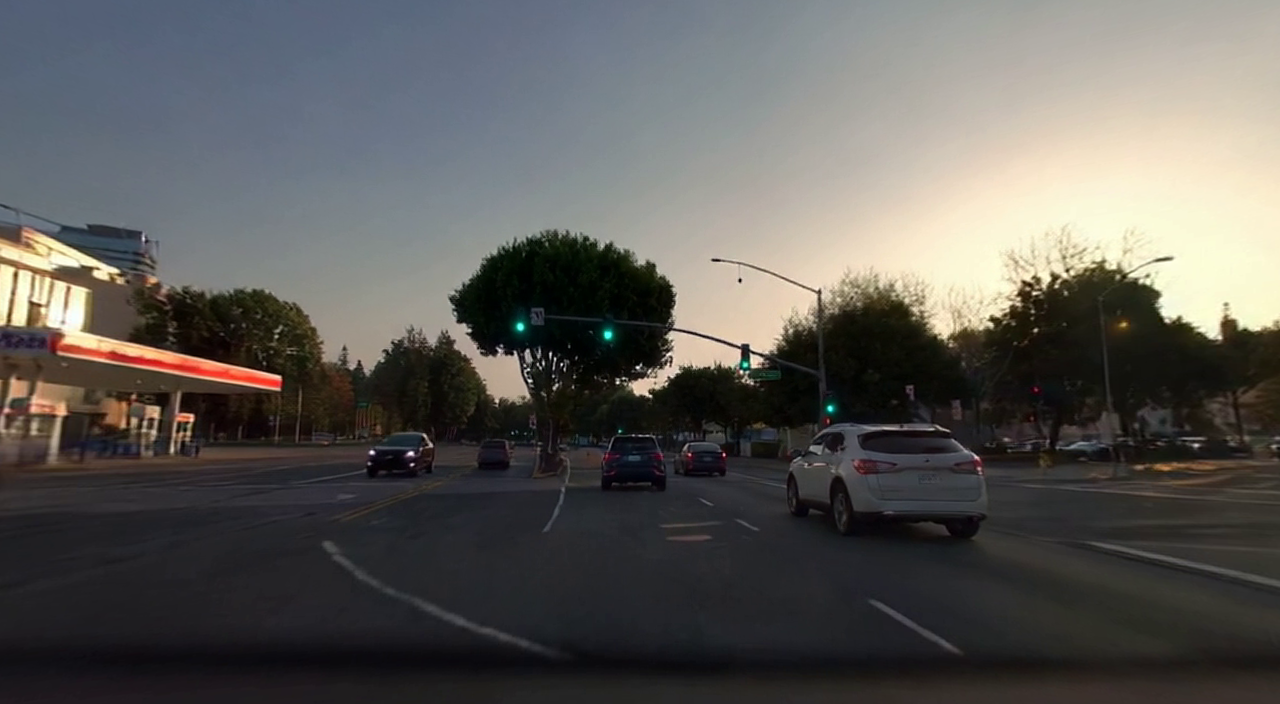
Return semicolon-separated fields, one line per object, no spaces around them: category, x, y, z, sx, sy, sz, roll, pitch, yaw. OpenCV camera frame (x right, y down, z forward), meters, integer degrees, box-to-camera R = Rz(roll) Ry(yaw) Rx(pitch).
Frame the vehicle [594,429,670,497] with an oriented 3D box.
vehicle;-0.320;3.296;19.082;2.051;1.798;4.168;0;-8;-3

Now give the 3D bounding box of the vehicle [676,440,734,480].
vehicle;2.766;4.698;27.634;1.800;1.592;3.658;1;-8;-6

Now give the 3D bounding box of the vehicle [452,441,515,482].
vehicle;-6.325;4.456;25.942;1.987;1.505;4.337;1;-8;-7

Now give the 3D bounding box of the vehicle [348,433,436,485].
vehicle;-9.219;3.987;23.834;1.992;1.755;4.283;1;-8;-6

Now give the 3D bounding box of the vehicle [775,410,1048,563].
vehicle;3.603;1.863;9.430;2.000;1.745;4.206;0;-8;-3
